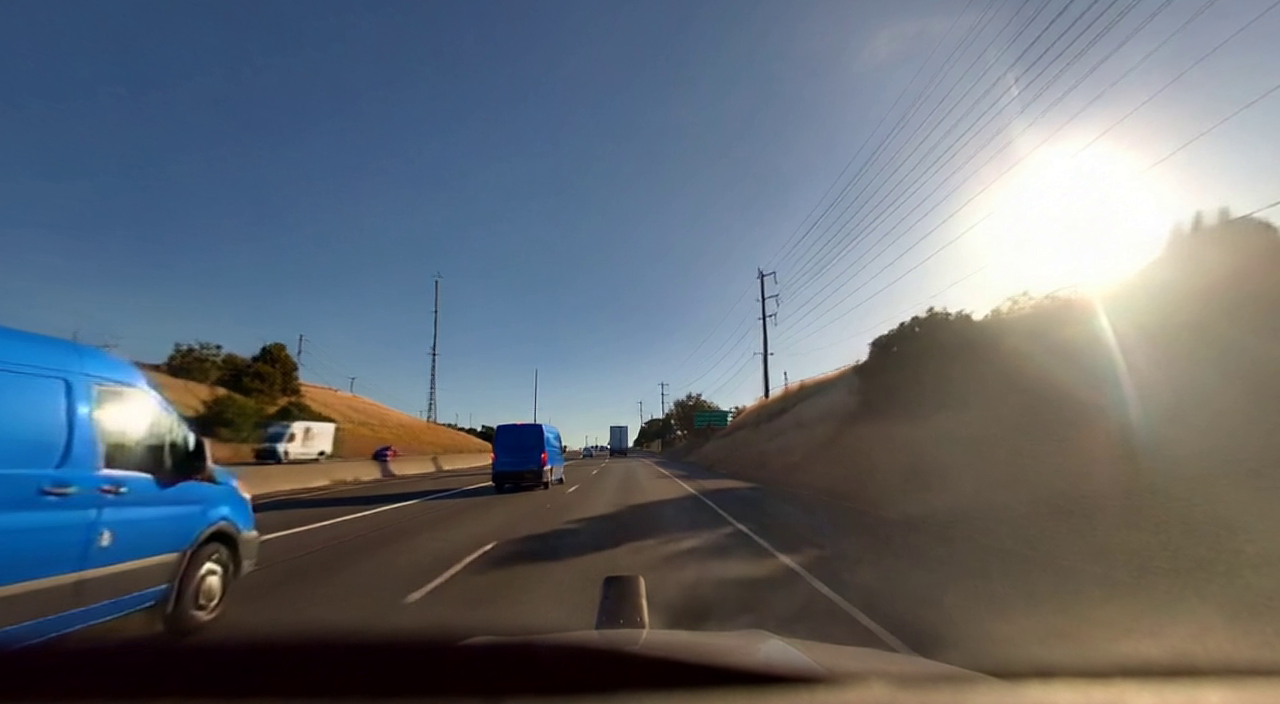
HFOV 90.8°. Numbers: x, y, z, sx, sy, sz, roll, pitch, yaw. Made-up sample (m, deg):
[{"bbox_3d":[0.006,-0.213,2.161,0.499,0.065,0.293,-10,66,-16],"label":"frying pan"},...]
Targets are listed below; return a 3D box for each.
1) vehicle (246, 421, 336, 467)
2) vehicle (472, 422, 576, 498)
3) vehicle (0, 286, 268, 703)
[{"bbox_3d":[-24.101,6.456,43.975,2.641,2.951,6.304,0,-9,-1],"label":"vehicle"},{"bbox_3d":[-3.370,3.293,19.552,2.197,2.011,5.130,0,-9,0],"label":"vehicle"},{"bbox_3d":[-3.903,0.634,2.191,2.145,2.010,4.980,0,-9,0],"label":"vehicle"}]
